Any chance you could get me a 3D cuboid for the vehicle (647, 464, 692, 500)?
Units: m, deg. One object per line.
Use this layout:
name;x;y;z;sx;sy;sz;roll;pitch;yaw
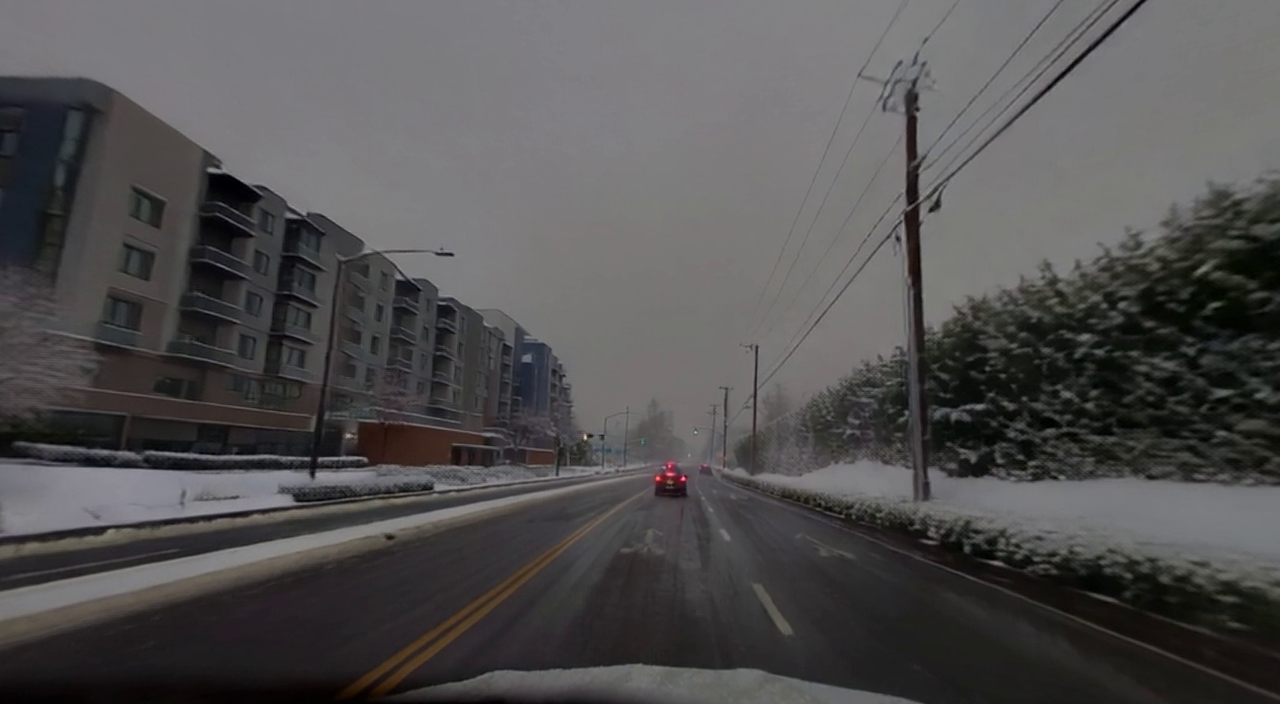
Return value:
vehicle;1.536;6.473;31.387;2.067;1.629;3.858;0;-11;4
